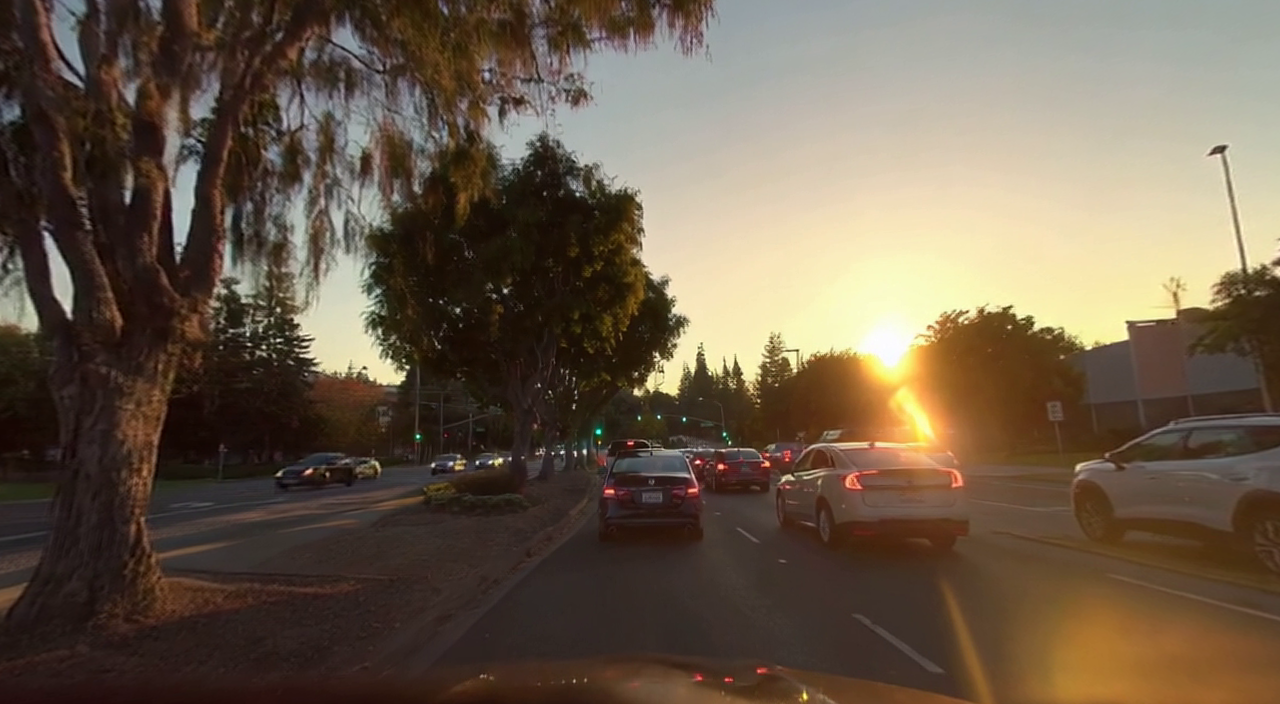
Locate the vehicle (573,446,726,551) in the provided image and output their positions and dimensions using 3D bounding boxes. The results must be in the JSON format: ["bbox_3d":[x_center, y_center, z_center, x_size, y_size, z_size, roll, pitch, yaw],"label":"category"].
[{"bbox_3d":[0.090,2.228,10.357,1.990,1.347,4.067,0,-9,-1],"label":"vehicle"}]

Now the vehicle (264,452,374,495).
[{"bbox_3d":[-12.308,4.658,24.604,1.943,1.467,4.442,0,-9,0],"label":"vehicle"}]

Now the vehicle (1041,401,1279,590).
[{"bbox_3d":[6.924,1.507,7.024,1.987,1.730,4.373,0,-9,-1],"label":"vehicle"}]

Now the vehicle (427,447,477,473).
[{"bbox_3d":[-12.464,7.147,42.111,1.963,1.649,4.290,0,-9,0],"label":"vehicle"}]

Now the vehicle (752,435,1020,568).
[{"bbox_3d":[3.175,2.033,9.531,1.970,1.445,4.974,0,-9,-1],"label":"vehicle"}]
